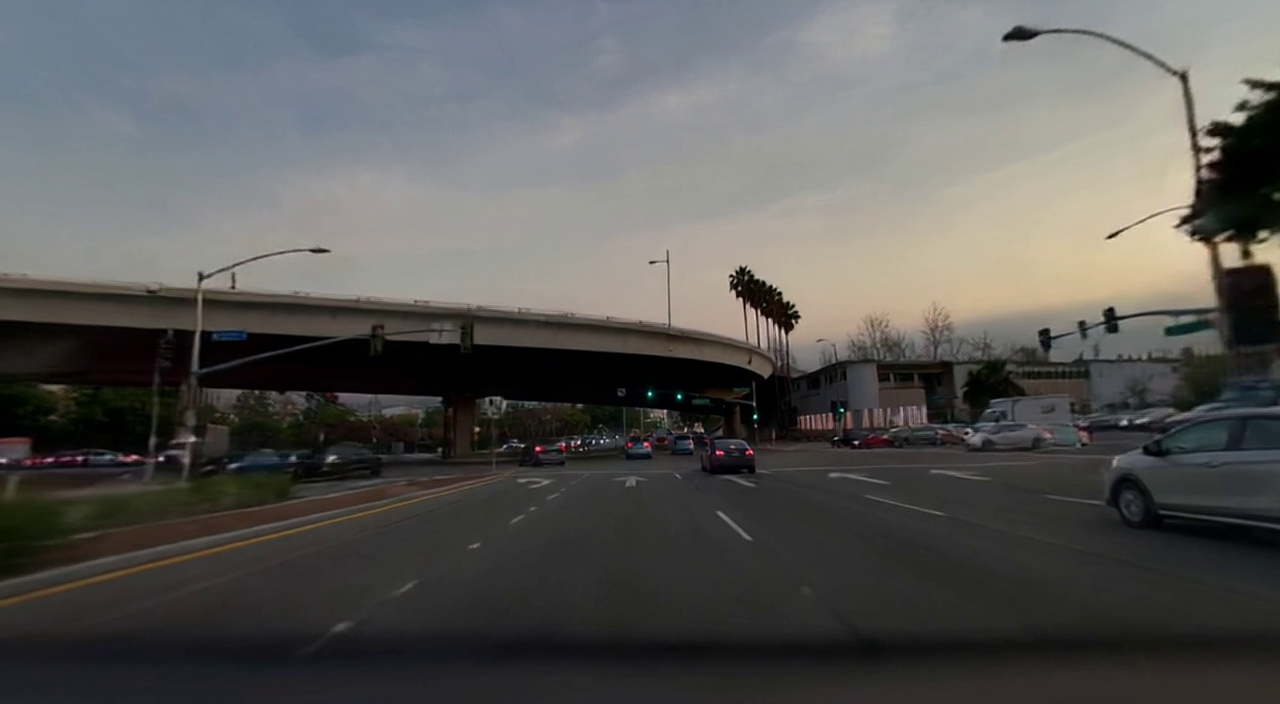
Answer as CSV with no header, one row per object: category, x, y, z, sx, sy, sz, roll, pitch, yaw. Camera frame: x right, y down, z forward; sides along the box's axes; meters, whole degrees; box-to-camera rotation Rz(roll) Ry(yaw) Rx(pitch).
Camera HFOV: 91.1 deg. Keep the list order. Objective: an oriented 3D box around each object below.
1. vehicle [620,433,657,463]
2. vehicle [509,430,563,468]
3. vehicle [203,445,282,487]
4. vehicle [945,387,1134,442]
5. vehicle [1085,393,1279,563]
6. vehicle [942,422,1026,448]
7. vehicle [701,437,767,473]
vehicle,-0.120,5.928,38.958,2.172,1.694,4.055,0,-8,0
vehicle,-6.152,5.595,36.519,2.485,2.012,5.498,2,-8,-16
vehicle,-17.366,4.946,27.662,2.073,1.607,4.669,3,-8,-23
vehicle,29.610,4.816,47.223,11.347,3.908,3.080,-2,-8,14
vehicle,7.251,1.307,6.687,1.964,1.647,4.114,0,-8,0
vehicle,24.485,5.950,44.877,4.835,1.536,1.984,-6,-10,14
vehicle,3.906,4.334,26.733,2.156,1.404,4.120,0,-8,0
